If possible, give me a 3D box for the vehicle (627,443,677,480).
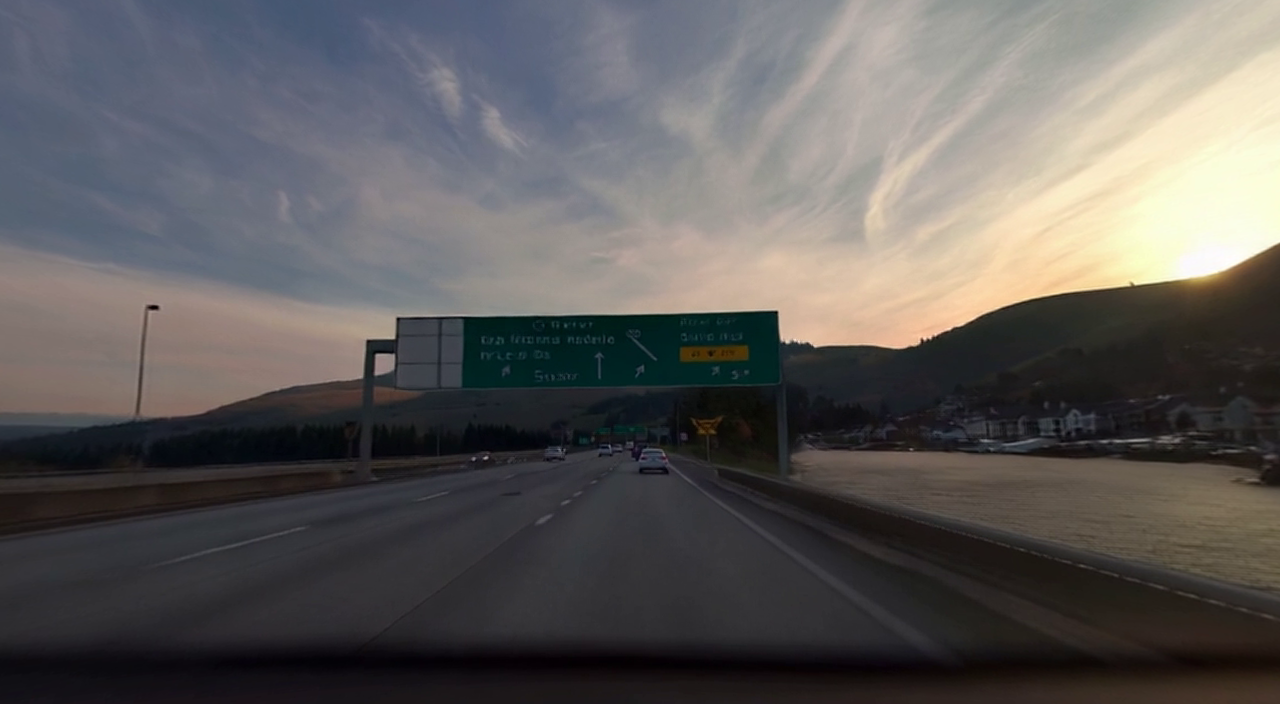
[{"bbox_3d":[0.476,4.813,27.944,2.019,1.475,4.301,0,-9,0],"label":"vehicle"}]
